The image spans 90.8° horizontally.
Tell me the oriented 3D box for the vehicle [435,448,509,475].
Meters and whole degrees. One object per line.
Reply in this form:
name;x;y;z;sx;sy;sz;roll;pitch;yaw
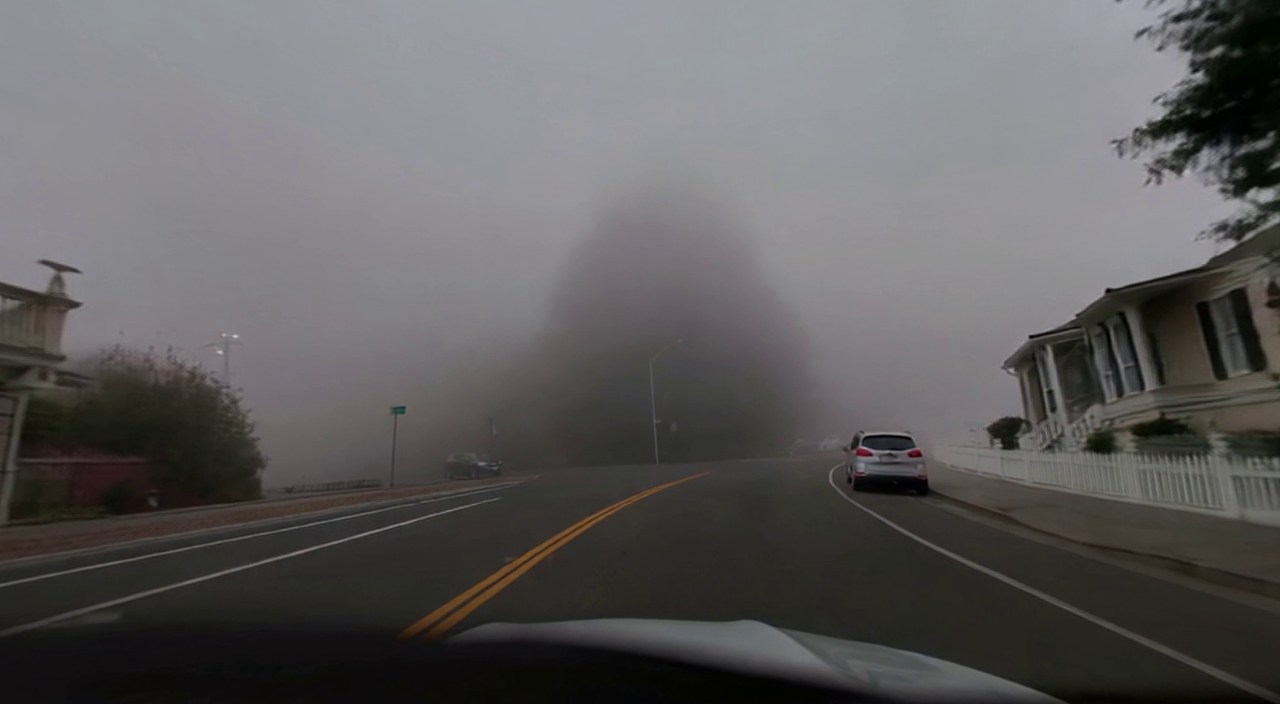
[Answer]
vehicle;-10.806;7.018;40.717;4.270;1.683;1.984;-4;-9;24

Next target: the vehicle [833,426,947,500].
vehicle;6.585;2.941;17.179;2.105;1.705;4.392;-2;-9;12
